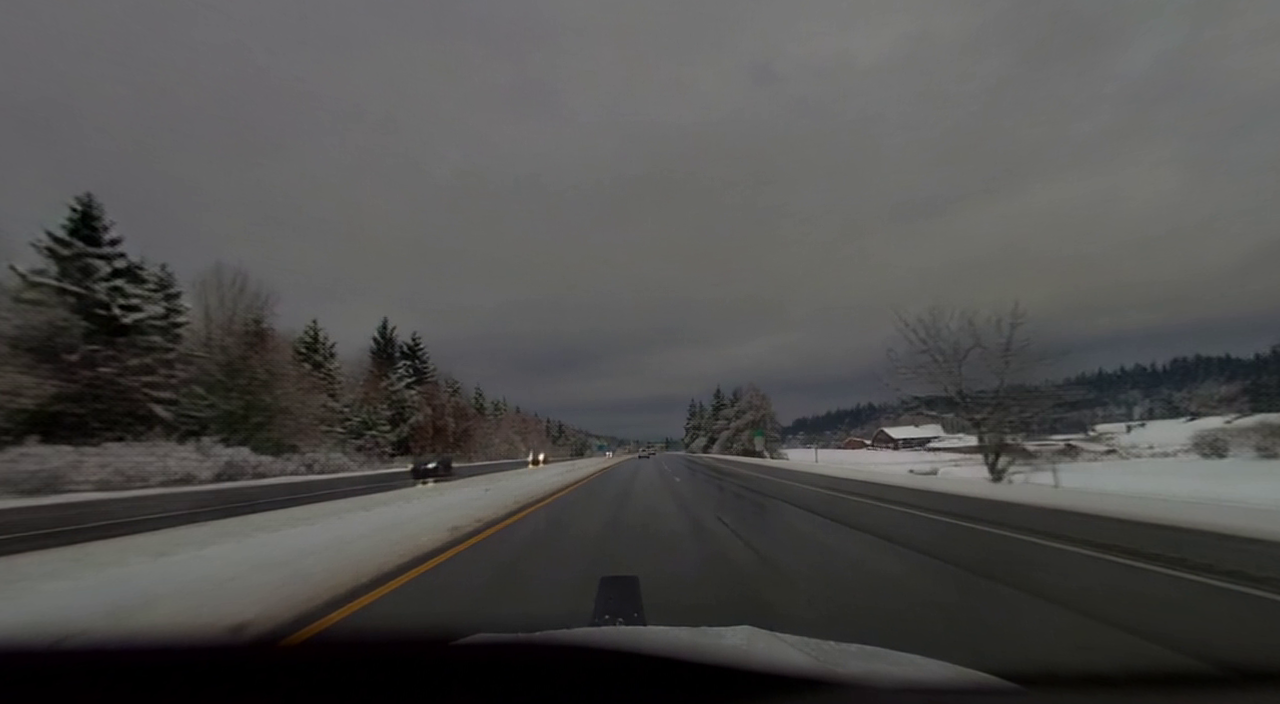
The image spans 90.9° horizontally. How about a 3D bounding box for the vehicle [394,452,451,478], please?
[{"bbox_3d":[-12.974,6.757,37.876,1.793,1.463,4.126,0,-9,2],"label":"vehicle"}]
